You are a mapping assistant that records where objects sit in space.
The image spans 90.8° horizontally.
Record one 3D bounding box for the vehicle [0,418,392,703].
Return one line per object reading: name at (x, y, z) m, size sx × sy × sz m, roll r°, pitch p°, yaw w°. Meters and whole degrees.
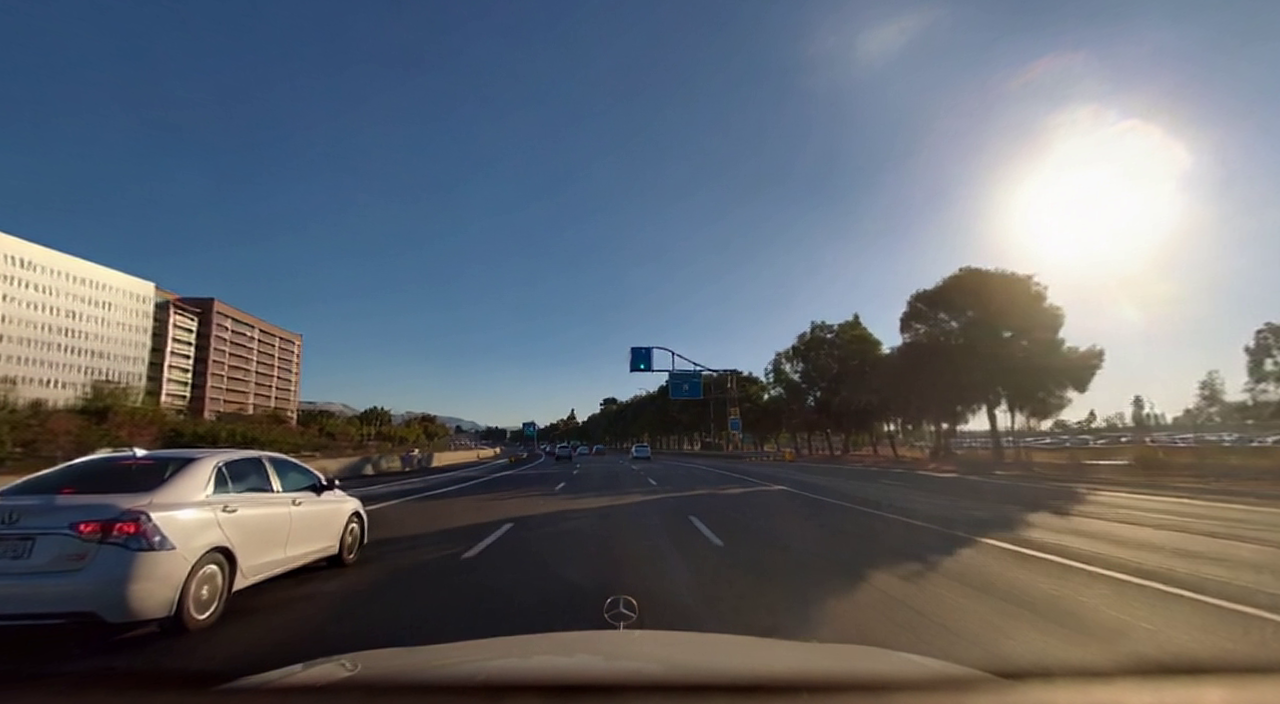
vehicle at (-3.999, 1.399, 5.394) m, size 2.018 × 1.476 × 4.364 m, roll 0°, pitch -8°, yaw -1°
